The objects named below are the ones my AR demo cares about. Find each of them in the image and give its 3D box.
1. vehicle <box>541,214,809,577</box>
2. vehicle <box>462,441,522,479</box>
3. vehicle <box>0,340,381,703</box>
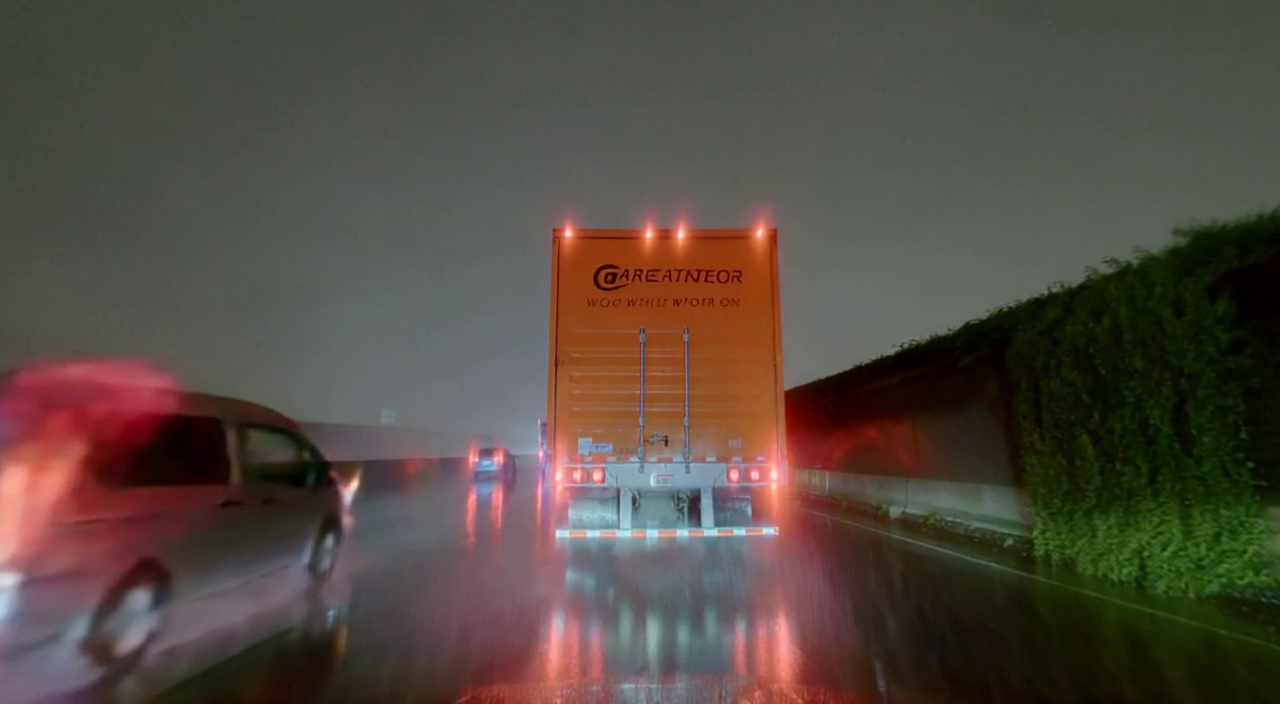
[{"bbox_3d":[0.484,1.228,12.257,2.853,4.054,10.557,0,-9,1],"label":"vehicle"},{"bbox_3d":[-8.580,6.329,37.122,2.174,2.059,5.314,0,-9,0],"label":"vehicle"},{"bbox_3d":[-4.624,1.310,5.884,2.293,2.015,4.915,0,-9,0],"label":"vehicle"}]
